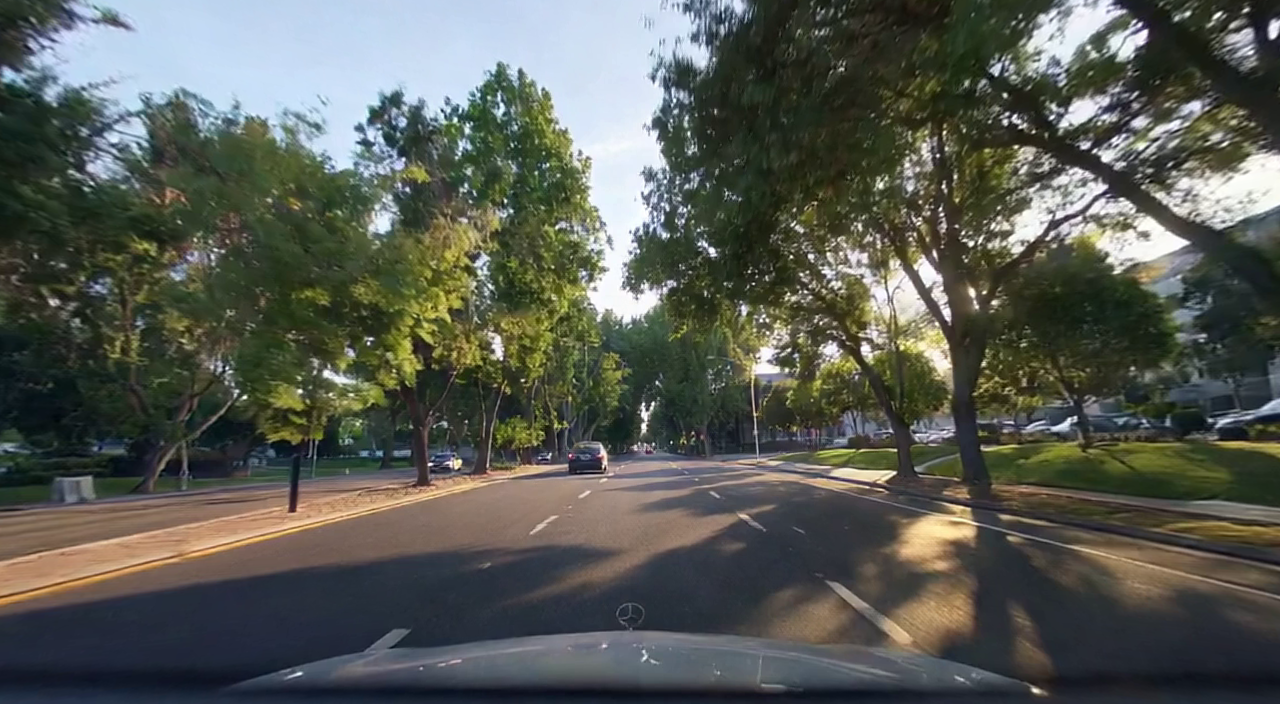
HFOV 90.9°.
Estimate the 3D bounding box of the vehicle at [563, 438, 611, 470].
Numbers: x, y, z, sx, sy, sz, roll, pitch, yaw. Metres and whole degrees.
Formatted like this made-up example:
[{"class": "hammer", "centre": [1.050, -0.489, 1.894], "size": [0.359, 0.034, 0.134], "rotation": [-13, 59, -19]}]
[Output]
[{"class": "vehicle", "centre": [-2.961, 5.845, 36.216], "size": [2.283, 1.716, 4.395], "rotation": [0, -8, 2]}]
